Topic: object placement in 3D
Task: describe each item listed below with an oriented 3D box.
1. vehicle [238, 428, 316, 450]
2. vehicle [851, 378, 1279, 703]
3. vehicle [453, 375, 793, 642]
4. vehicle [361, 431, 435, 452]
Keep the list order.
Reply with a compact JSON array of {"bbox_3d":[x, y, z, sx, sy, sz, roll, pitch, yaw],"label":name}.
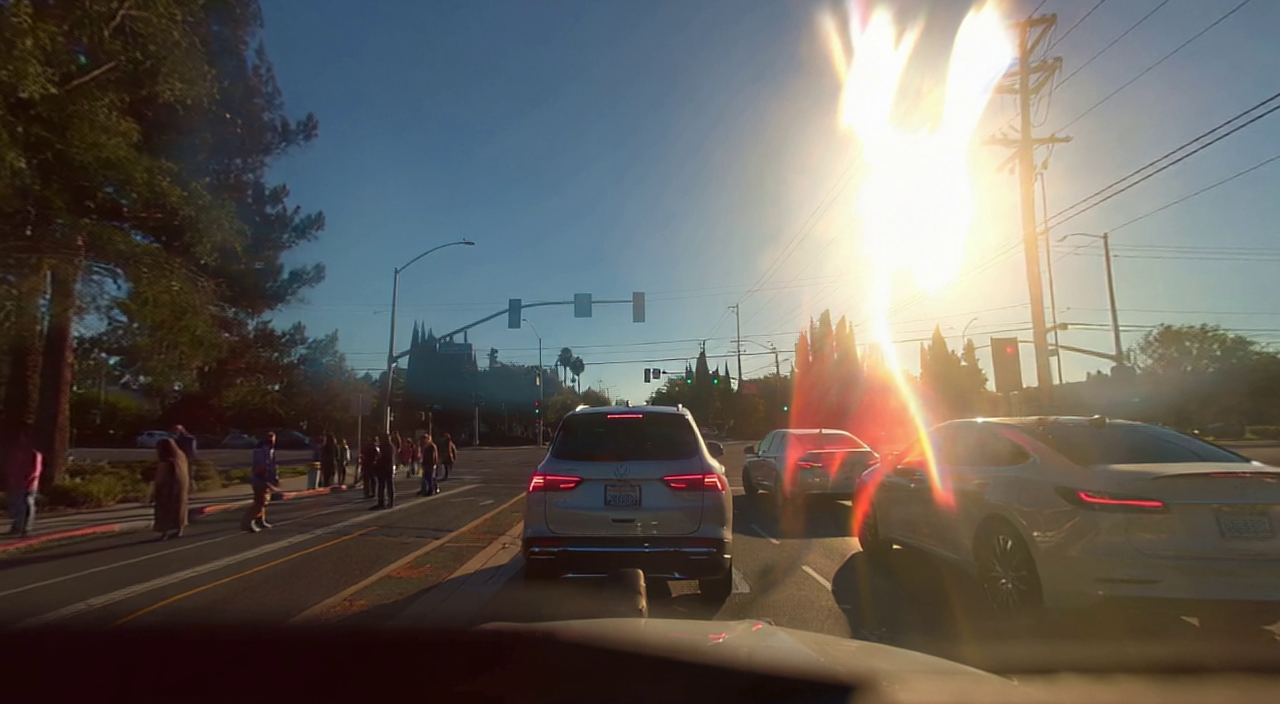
[{"bbox_3d":[-27.127,6.527,47.209,4.587,1.639,1.878,0,-8,1],"label":"vehicle"},{"bbox_3d":[3.561,1.298,5.557,1.948,1.677,4.437,0,-8,1],"label":"vehicle"},{"bbox_3d":[-0.159,1.368,6.536,2.271,1.786,4.443,0,-8,-1],"label":"vehicle"},{"bbox_3d":[-17.754,6.562,46.367,4.607,1.478,1.995,0,-8,0],"label":"vehicle"}]
